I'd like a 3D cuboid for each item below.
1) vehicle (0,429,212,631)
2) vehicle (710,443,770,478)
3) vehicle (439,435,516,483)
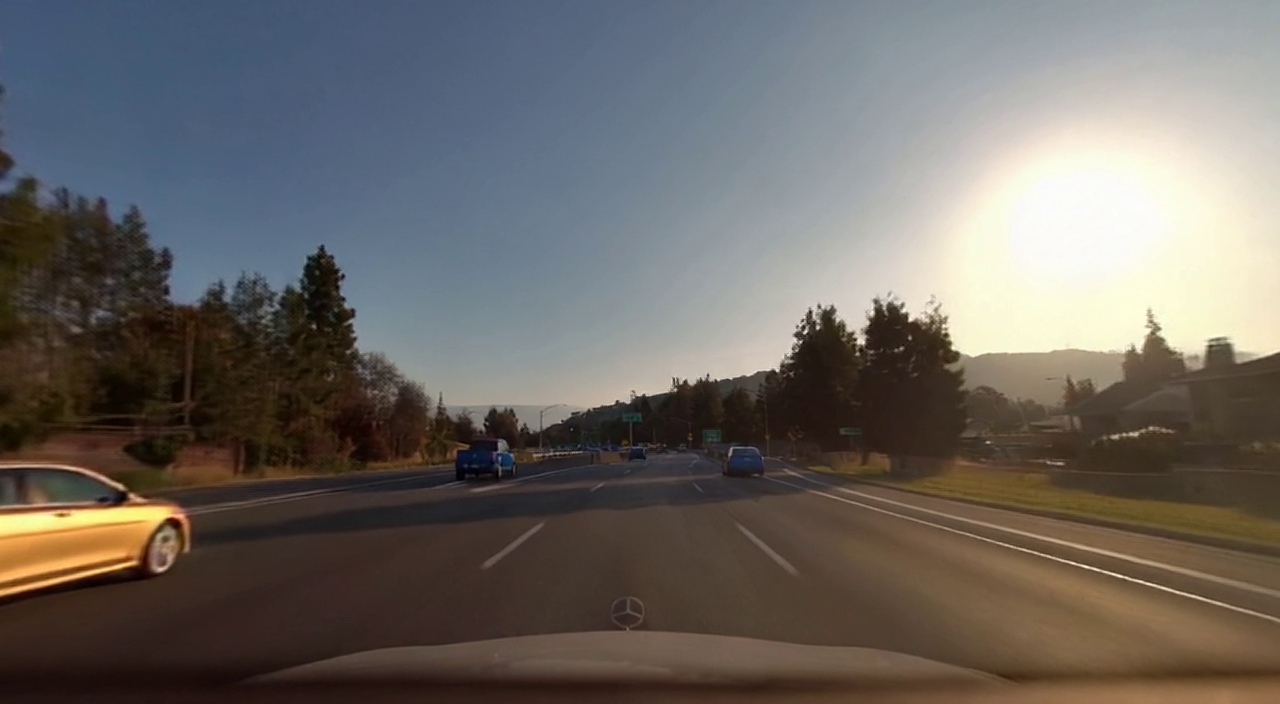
[{"bbox_3d":[-5.694,1.331,4.773,1.948,1.475,4.461,0,-8,-3],"label":"vehicle"},{"bbox_3d":[4.480,4.918,28.836,2.100,1.472,4.533,0,-8,2],"label":"vehicle"},{"bbox_3d":[-6.764,4.525,26.858,2.122,1.847,4.696,0,-8,-2],"label":"vehicle"}]
